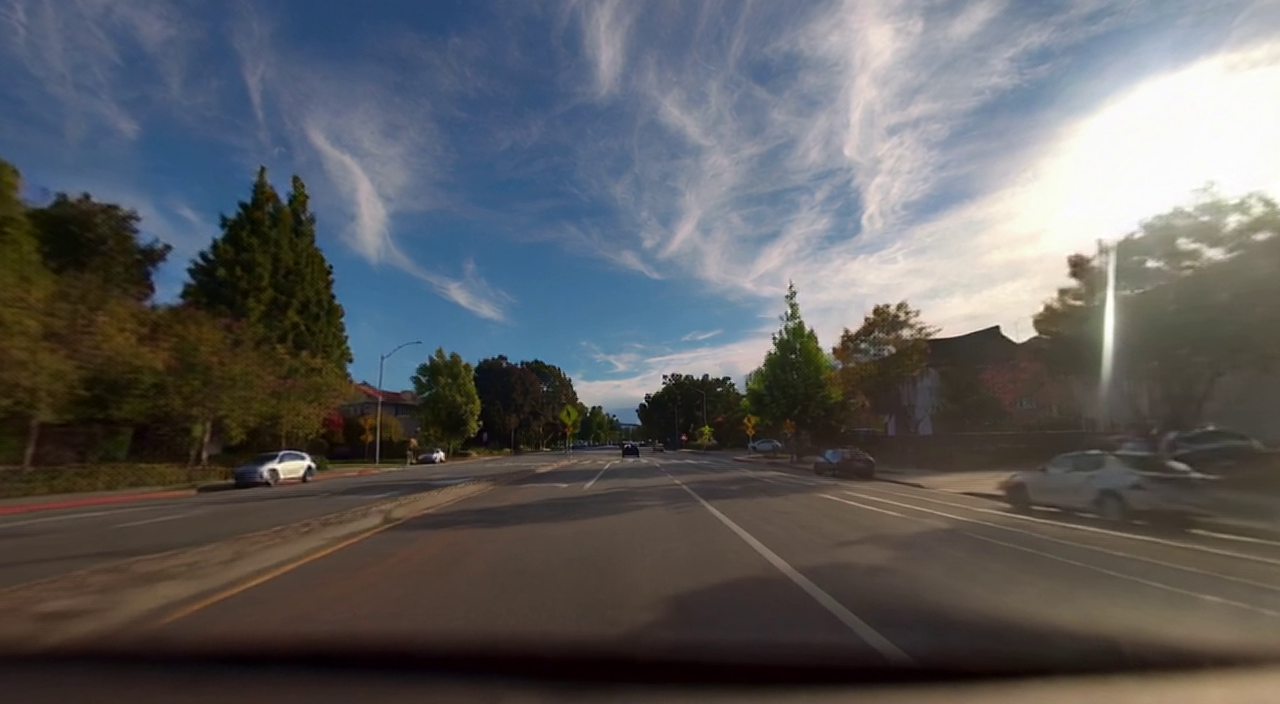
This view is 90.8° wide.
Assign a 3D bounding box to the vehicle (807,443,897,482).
[{"bbox_3d":[8.639,4.512,26.242,1.925,1.454,4.493,0,-8,-4],"label":"vehicle"}]

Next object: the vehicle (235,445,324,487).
[{"bbox_3d":[-18.368,5.801,32.484,1.994,1.874,4.502,-3,-8,-1],"label":"vehicle"}]

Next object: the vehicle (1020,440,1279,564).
[{"bbox_3d":[8.649,2.148,10.008,1.976,1.462,5.430,0,-8,1],"label":"vehicle"}]
